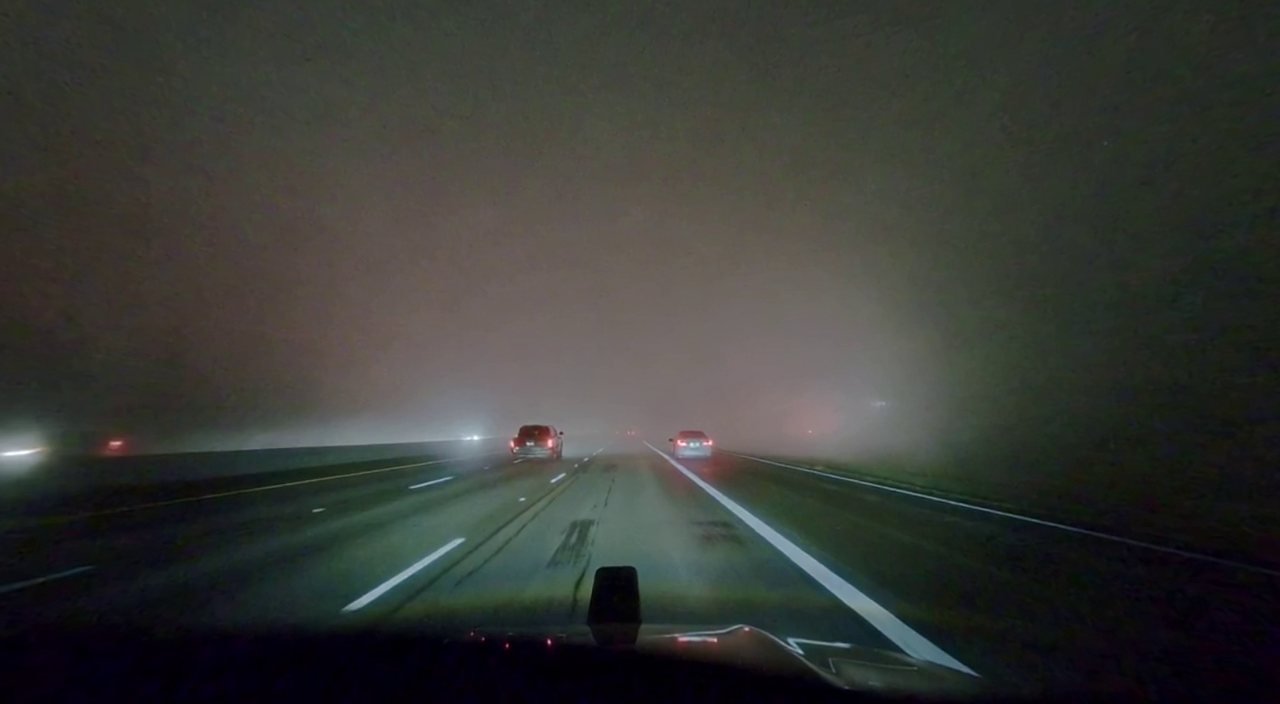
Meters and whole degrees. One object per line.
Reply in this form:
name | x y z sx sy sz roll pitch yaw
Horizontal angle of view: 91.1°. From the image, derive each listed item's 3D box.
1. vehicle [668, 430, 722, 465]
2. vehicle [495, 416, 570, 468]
vehicle | 2.439 4.354 28.836 1.948 1.470 3.913 0 -8 -3
vehicle | -4.286 3.700 25.992 2.251 1.938 4.708 0 -8 0
